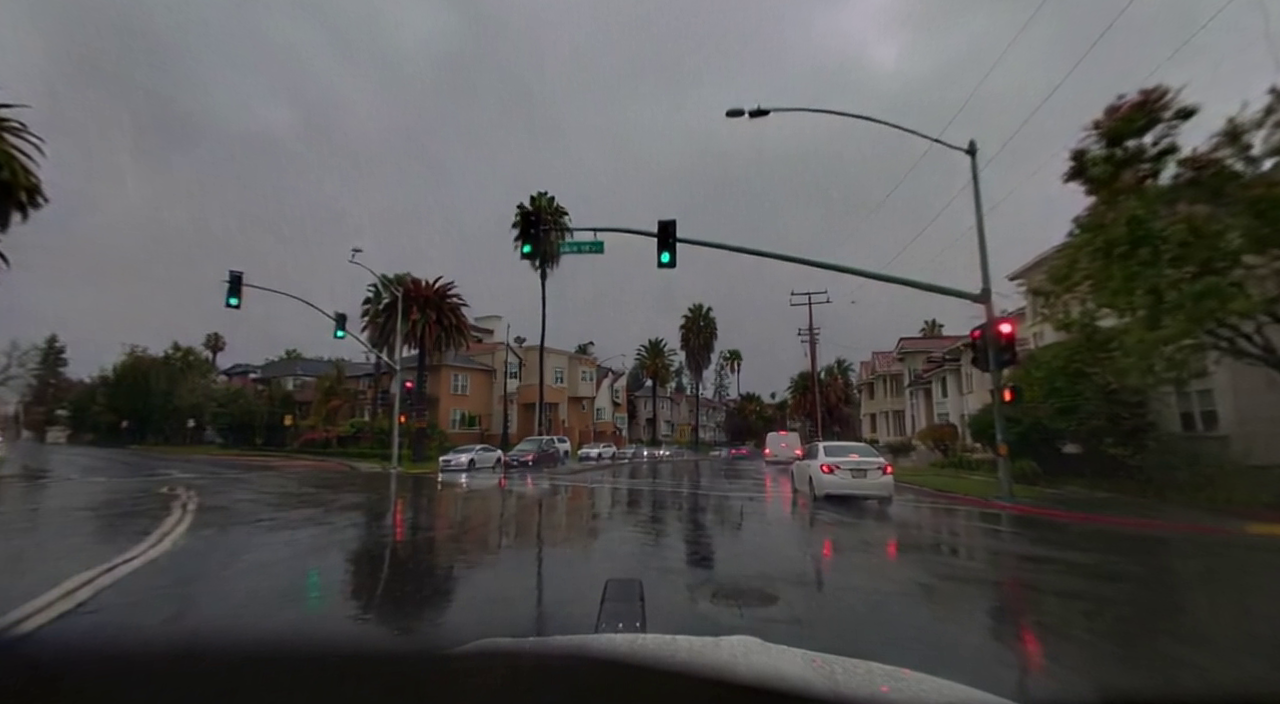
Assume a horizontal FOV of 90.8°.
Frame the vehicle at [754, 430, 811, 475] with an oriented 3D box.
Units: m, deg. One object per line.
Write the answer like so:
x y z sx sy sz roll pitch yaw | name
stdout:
6.725 4.787 30.298 2.109 2.002 4.424 -1 -8 6 | vehicle

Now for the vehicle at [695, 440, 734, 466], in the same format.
4.805 6.434 40.450 1.923 1.576 4.026 -2 -9 14 | vehicle

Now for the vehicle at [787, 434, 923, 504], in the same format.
5.377 2.976 16.546 2.096 1.552 4.519 0 -8 2 | vehicle

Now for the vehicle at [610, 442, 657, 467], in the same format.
-0.418 7.468 46.268 2.081 1.453 4.698 -5 -7 16 | vehicle

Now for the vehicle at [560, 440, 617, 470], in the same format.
-2.916 5.928 36.649 1.852 1.498 4.238 -5 -9 16 | vehicle

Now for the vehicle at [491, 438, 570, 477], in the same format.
-5.085 4.961 30.134 1.959 1.515 4.668 -2 -6 14 | vehicle

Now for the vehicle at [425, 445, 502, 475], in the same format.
-8.582 5.245 31.013 1.891 1.358 3.828 -2 -9 16 | vehicle

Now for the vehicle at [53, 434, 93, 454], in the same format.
-42.533 6.895 47.319 2.013 1.442 4.173 7 -11 -42 | vehicle
